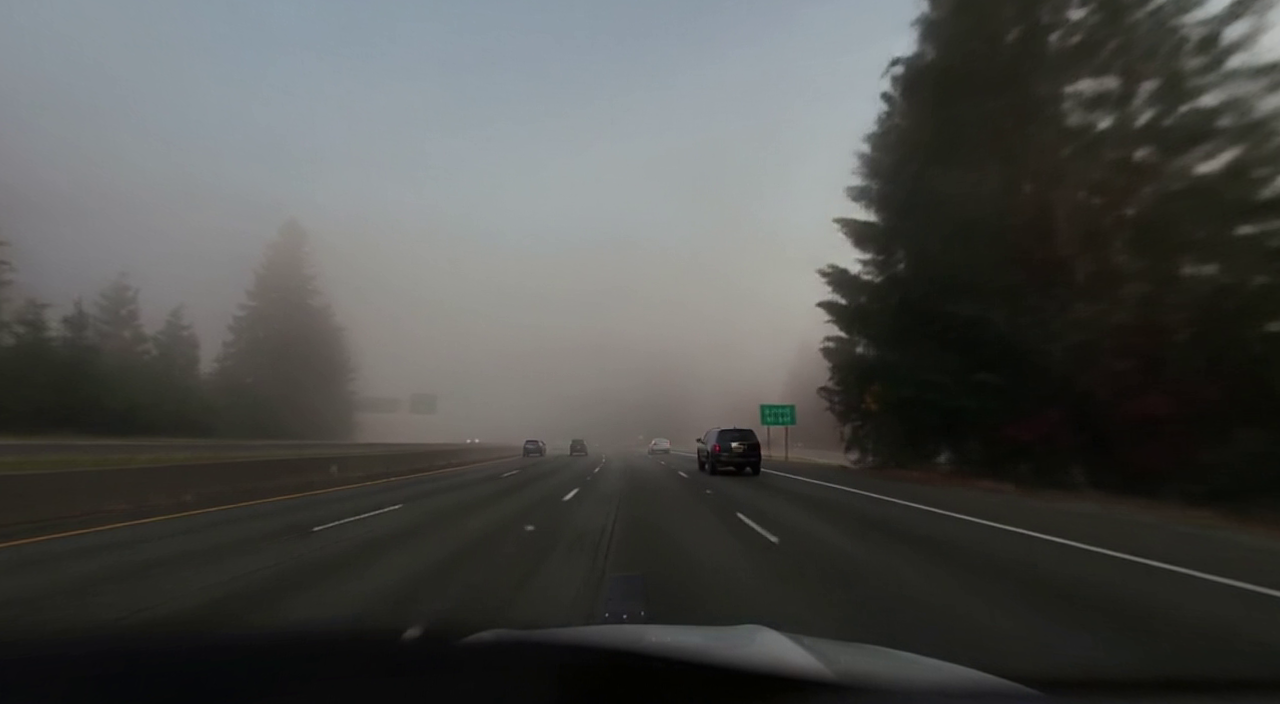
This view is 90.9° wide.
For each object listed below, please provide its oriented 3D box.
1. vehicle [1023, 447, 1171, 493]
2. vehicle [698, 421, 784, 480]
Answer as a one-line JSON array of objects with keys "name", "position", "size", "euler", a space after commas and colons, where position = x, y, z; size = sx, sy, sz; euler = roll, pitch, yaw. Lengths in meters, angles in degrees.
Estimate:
[{"name": "vehicle", "position": [18.011, 4.628, 25.248], "size": [2.033, 1.580, 4.752], "euler": [1, -8, -6]}, {"name": "vehicle", "position": [3.297, 3.342, 21.609], "size": [2.043, 1.795, 4.347], "euler": [0, -8, -2]}]
